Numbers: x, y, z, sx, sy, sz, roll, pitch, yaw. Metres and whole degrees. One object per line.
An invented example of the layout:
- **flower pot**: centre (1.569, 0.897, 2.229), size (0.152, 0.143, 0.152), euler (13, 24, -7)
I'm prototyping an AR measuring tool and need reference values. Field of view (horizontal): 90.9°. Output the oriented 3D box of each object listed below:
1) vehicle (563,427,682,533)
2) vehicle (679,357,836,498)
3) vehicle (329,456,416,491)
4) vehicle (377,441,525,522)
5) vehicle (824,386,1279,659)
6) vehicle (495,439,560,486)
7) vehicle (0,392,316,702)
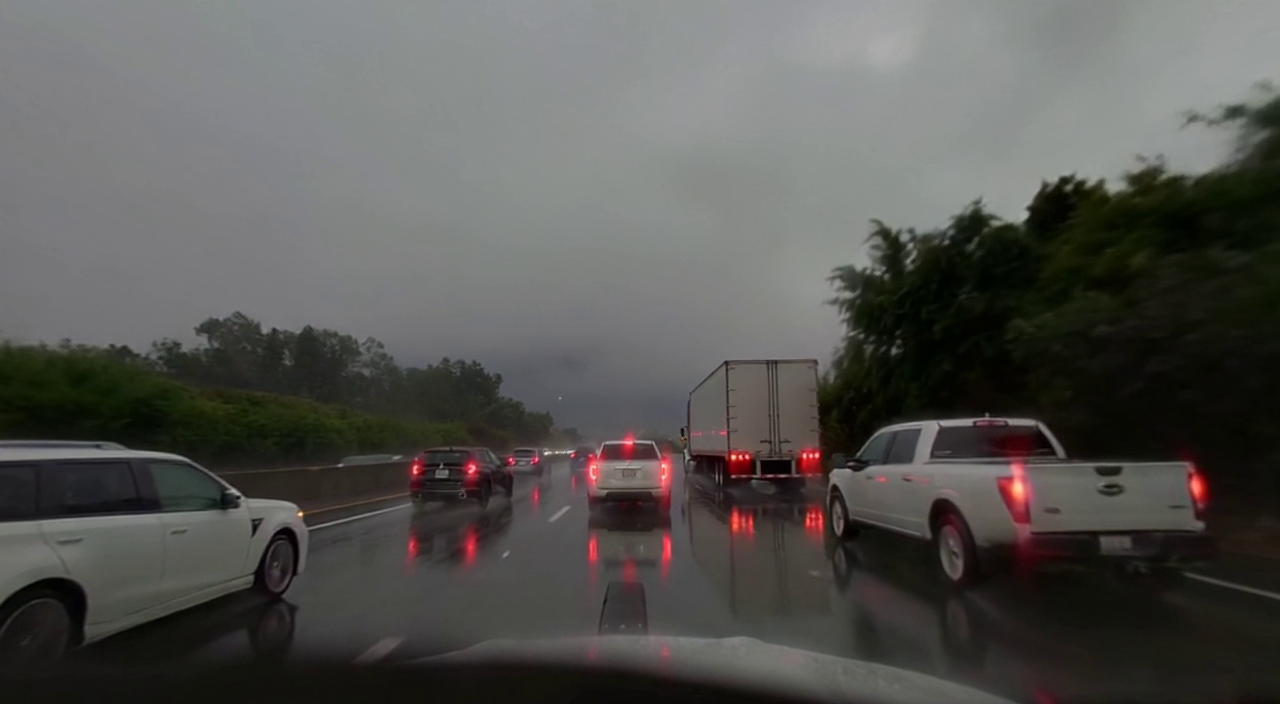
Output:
- **vehicle**: centre (-0.301, 2.515, 12.938), size (2.037, 1.792, 4.194), euler (0, -9, 0)
- **vehicle**: centre (3.897, 3.394, 26.247), size (3.186, 4.111, 15.553), euler (0, -9, -1)
- **vehicle**: centre (-12.190, 5.560, 29.084), size (1.923, 1.436, 4.605), euler (0, -9, 1)
- **vehicle**: centre (-3.984, 2.800, 14.154), size (1.923, 1.503, 4.293), euler (0, -9, 1)
- **vehicle**: centre (3.653, 1.459, 6.467), size (2.076, 1.751, 4.666), euler (0, -9, 0)
- **vehicle**: centre (-4.653, 4.632, 26.612), size (1.959, 1.808, 3.790), euler (0, -9, 1)
- **vehicle**: centre (-4.281, 1.227, 4.559), size (1.789, 1.620, 3.841), euler (0, -9, 0)
